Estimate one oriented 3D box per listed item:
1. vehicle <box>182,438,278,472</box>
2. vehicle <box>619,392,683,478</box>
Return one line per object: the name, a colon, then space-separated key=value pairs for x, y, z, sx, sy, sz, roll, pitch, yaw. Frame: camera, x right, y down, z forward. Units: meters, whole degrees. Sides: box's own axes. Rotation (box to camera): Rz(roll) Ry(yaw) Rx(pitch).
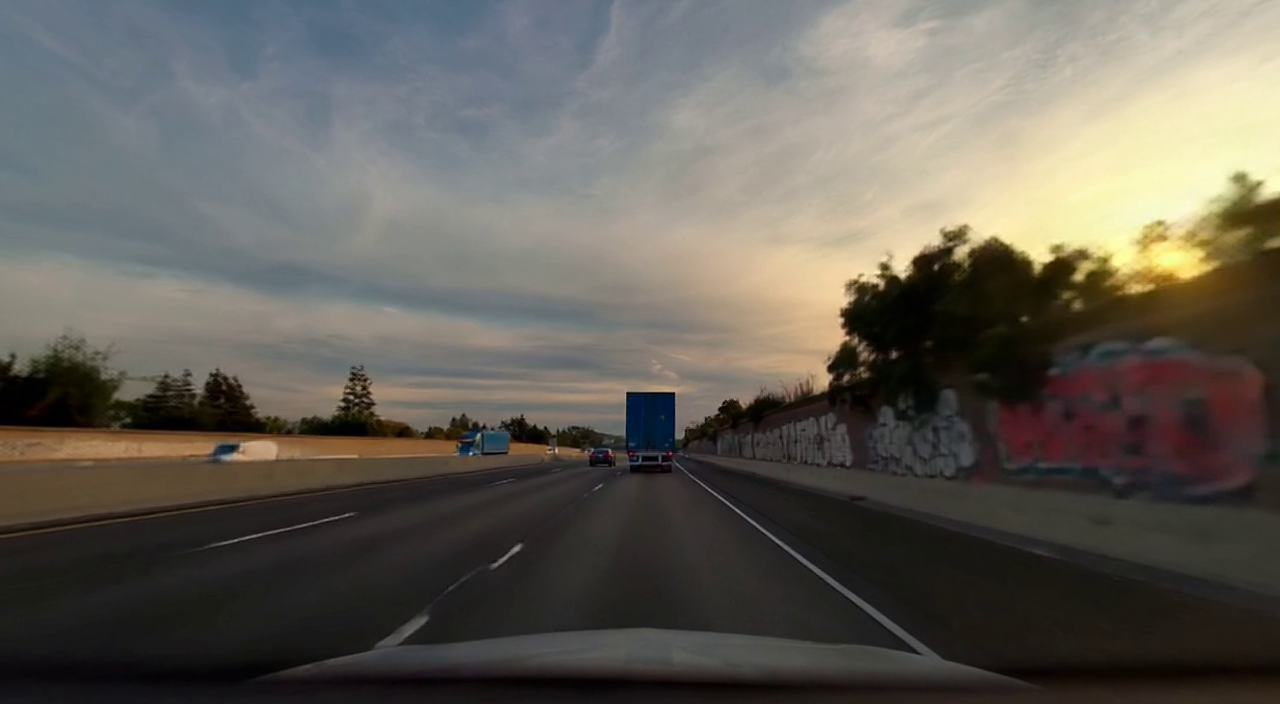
vehicle: x=-25.129 y=6.340 z=38.918 sx=2.170 sy=1.894 sz=5.408 roll=0 pitch=-9 yaw=2
vehicle: x=0.519 y=4.788 z=35.471 sx=2.997 sy=4.069 sz=10.871 roll=0 pitch=-9 yaw=0
